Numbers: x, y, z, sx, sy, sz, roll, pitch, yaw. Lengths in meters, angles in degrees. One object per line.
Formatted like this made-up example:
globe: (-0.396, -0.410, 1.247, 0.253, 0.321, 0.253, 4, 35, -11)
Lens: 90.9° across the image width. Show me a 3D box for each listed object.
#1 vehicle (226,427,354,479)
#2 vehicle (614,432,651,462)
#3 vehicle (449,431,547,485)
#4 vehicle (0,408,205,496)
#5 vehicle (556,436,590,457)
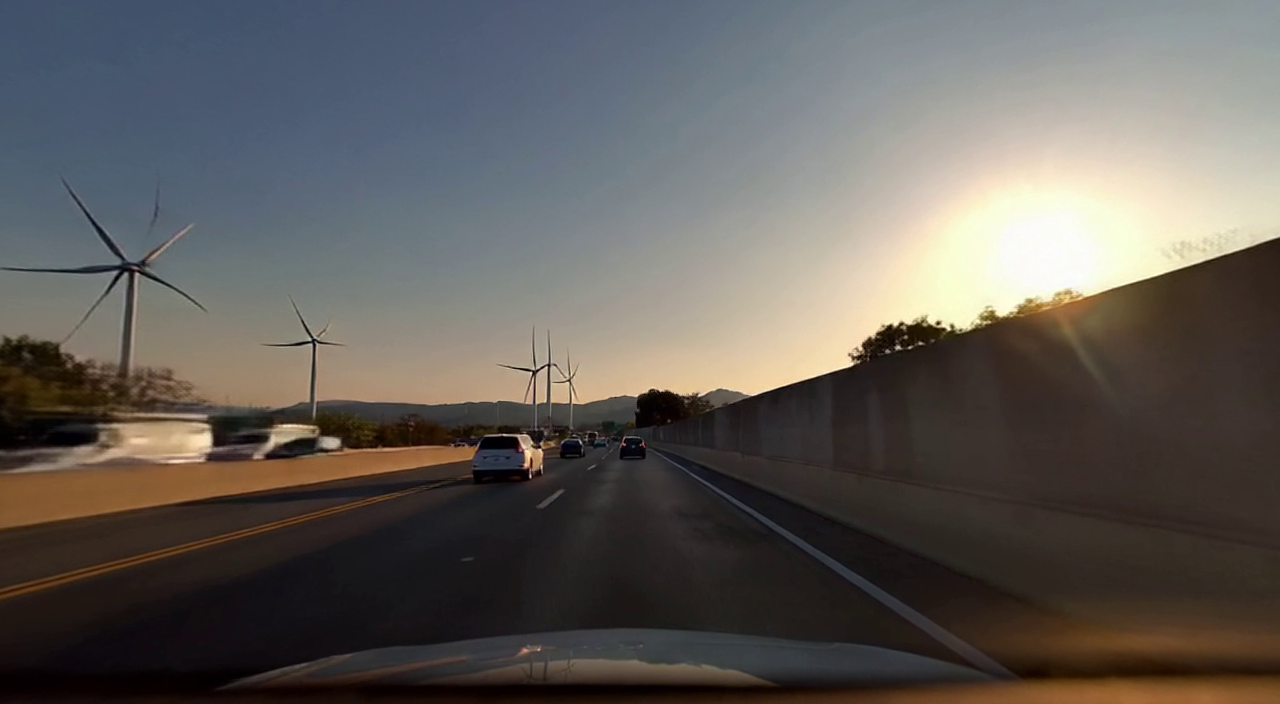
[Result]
vehicle: (-14.092, 4.093, 25.845, 2.334, 1.897, 5.142, 0, -8, -1)
vehicle: (-0.446, 5.375, 35.825, 2.027, 1.550, 3.607, 0, -8, -2)
vehicle: (-4.260, 3.243, 19.765, 1.998, 1.468, 4.635, 0, -8, 0)
vehicle: (-17.865, 3.290, 21.202, 2.522, 2.584, 5.381, 0, -8, 0)
vehicle: (-4.644, 6.609, 44.195, 2.059, 1.436, 3.802, 0, -8, -1)
